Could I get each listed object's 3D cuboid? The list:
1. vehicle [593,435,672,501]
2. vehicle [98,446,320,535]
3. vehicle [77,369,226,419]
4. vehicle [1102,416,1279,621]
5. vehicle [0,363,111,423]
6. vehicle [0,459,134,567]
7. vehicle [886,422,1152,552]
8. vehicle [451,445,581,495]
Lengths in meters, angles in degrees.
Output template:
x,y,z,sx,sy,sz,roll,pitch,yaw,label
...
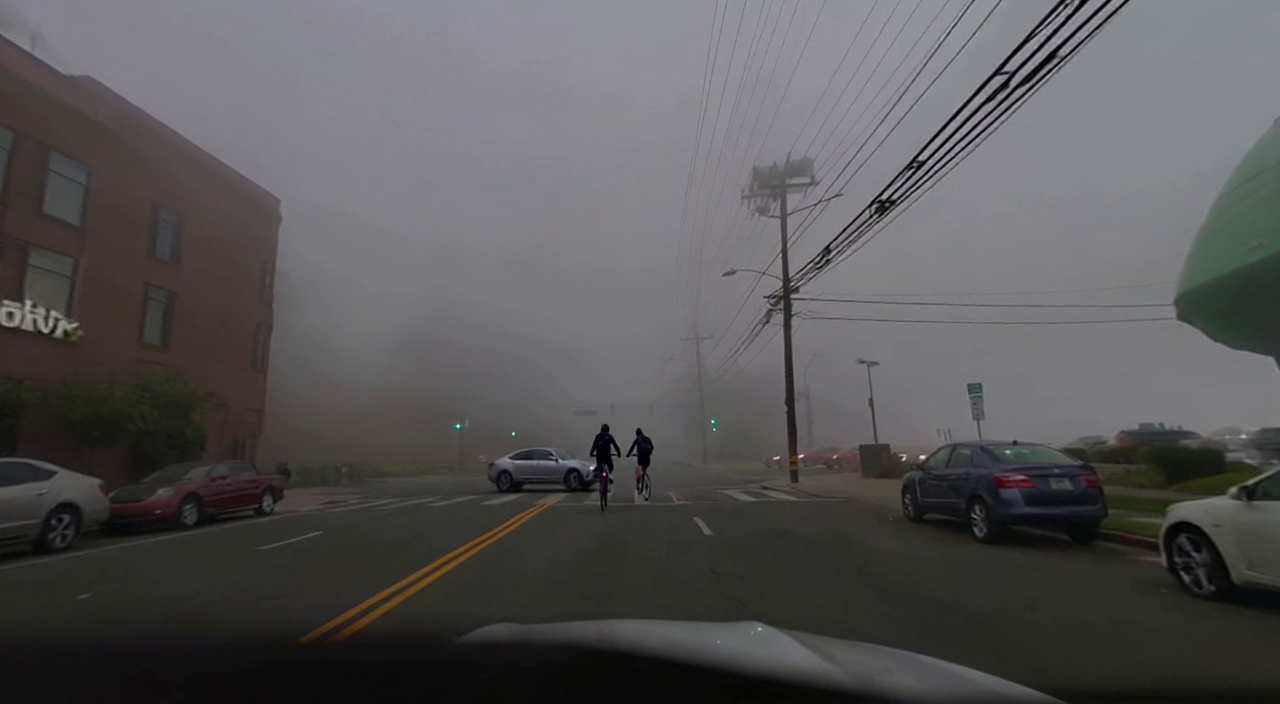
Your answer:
x,y,z,sx,sy,sz,roll,pitch,yaw,label
-0.175,3.505,19.473,2.190,1.783,4.048,0,-8,1,vehicle
-10.283,3.276,15.727,2.075,1.816,4.900,0,-8,-1,vehicle
-17.108,1.506,22.269,3.685,1.584,1.708,1,-9,-3,vehicle
5.894,1.255,4.666,1.900,1.566,3.995,0,-8,0,vehicle
-17.262,1.169,17.400,3.750,1.495,1.727,-1,-8,-2,vehicle
-10.217,2.374,9.205,1.904,1.495,4.585,0,-8,-1,vehicle
5.834,2.093,10.461,1.873,1.714,3.979,0,-8,-1,vehicle
-5.040,4.740,25.742,4.961,1.832,2.287,2,-9,-13,vehicle
